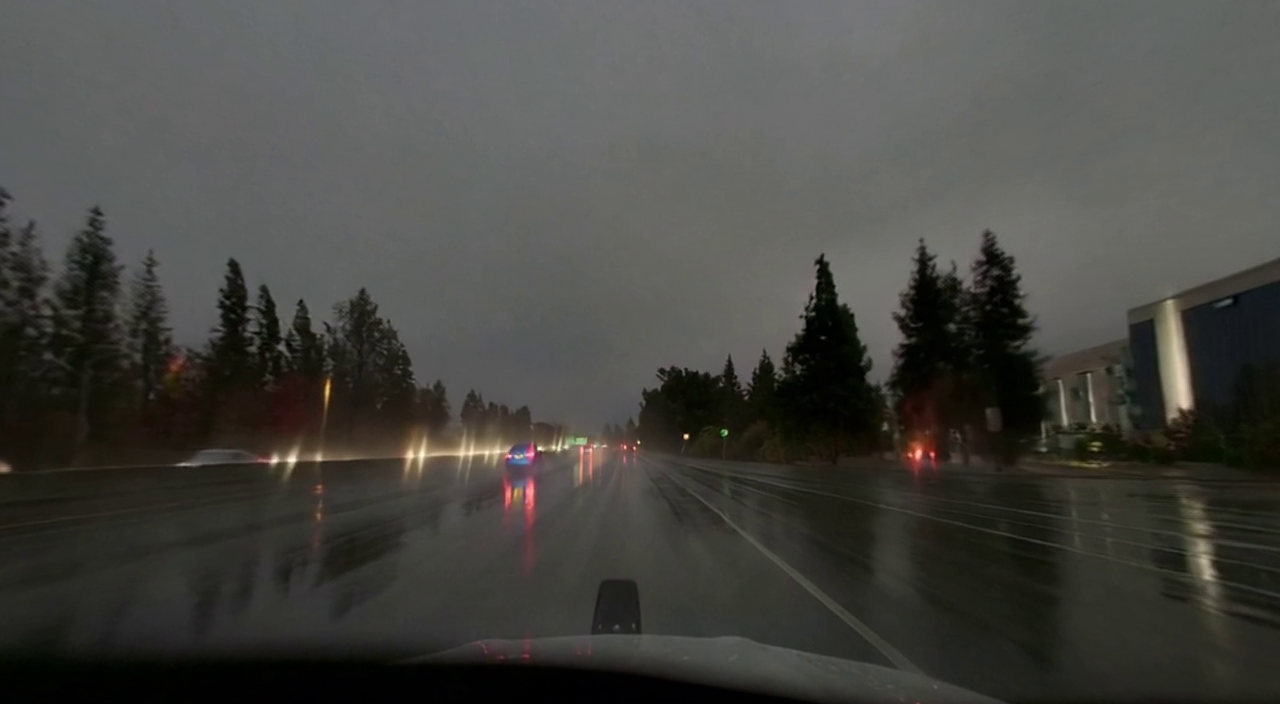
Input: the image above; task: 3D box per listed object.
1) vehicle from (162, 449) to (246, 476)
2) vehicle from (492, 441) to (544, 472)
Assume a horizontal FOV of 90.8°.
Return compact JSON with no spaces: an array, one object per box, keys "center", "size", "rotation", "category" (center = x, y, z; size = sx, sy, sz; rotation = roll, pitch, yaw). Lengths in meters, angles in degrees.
[{"center":[-25.907,6.565,37.740],"size":[1.875,1.469,4.459],"rotation":[0,-9,0],"category":"vehicle"},{"center":[-6.911,5.991,36.391],"size":[2.016,1.606,4.806],"rotation":[0,-9,0],"category":"vehicle"}]
